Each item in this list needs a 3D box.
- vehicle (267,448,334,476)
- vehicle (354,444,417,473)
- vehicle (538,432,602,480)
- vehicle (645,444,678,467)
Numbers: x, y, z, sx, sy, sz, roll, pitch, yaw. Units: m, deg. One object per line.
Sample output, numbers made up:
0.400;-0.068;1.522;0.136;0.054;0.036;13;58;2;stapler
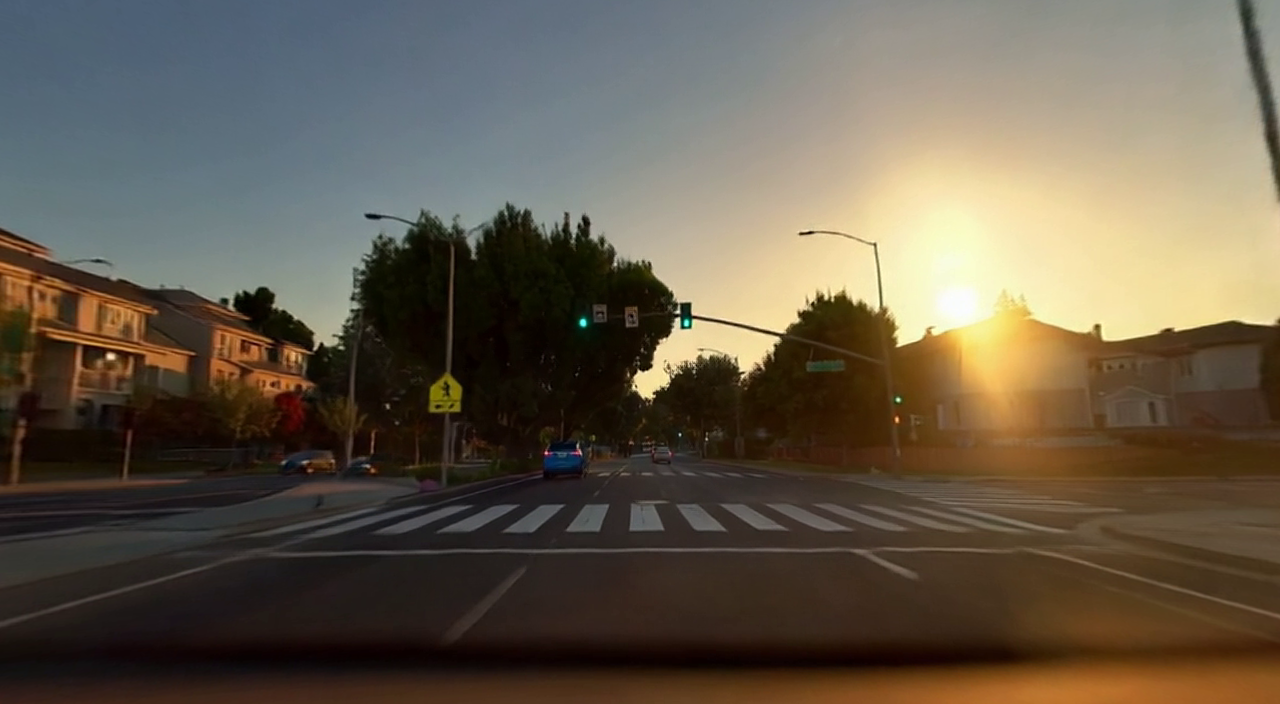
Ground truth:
-22.648;7.312;42.240;1.967;1.675;4.436;-1;-8;1;vehicle
-15.428;6.451;38.427;1.990;1.650;4.283;-1;-8;1;vehicle
-2.872;4.385;26.899;2.150;1.812;4.423;-1;-8;1;vehicle
1.455;7.219;44.250;2.075;1.480;3.920;0;-8;-1;vehicle
